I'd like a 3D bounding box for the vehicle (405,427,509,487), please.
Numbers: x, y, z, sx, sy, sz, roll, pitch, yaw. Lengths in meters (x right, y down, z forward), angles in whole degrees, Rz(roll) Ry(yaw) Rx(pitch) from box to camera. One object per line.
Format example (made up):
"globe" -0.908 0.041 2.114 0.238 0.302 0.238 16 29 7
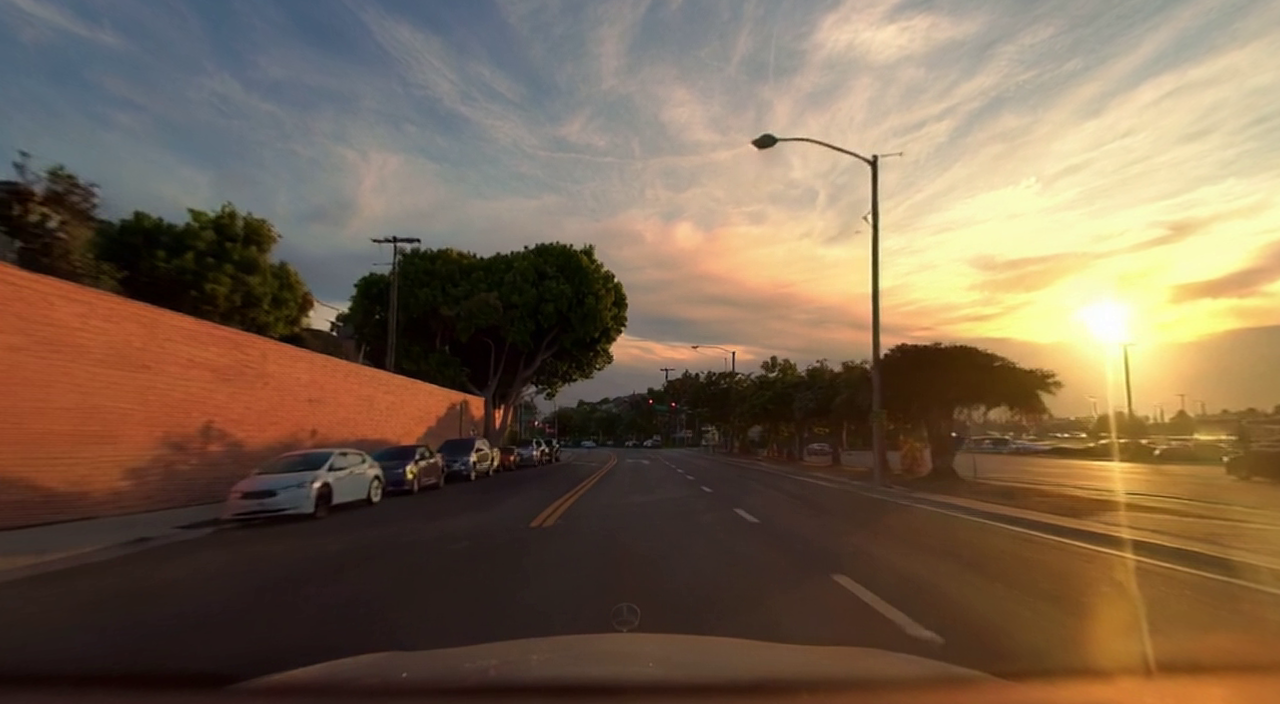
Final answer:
"vehicle" -6.552 3.835 23.417 2.150 1.854 5.551 2 -8 0

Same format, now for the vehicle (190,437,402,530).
"vehicle" -6.721 2.557 13.023 1.989 1.485 4.218 2 -7 0
